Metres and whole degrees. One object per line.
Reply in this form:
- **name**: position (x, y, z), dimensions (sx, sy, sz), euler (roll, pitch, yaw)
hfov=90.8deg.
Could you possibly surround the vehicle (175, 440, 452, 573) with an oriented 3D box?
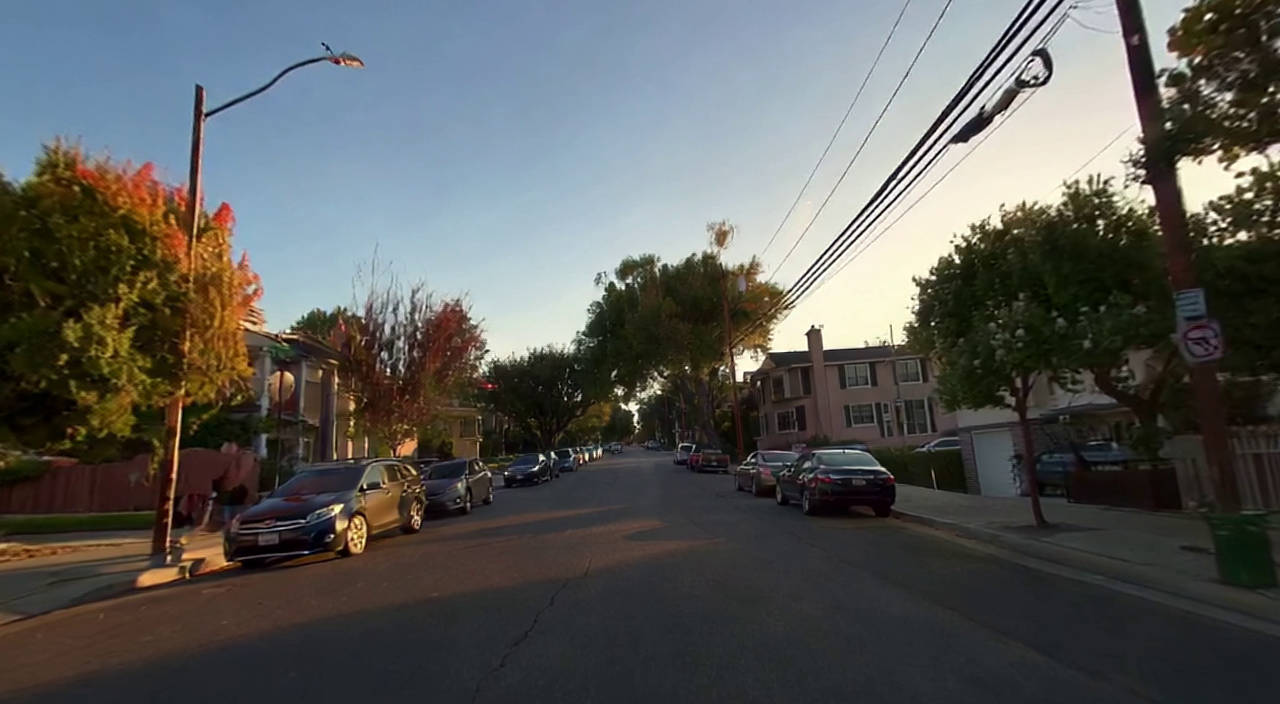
- **vehicle**: position (-5.261, 2.499, 11.251), dimensions (2.360, 1.772, 4.907), euler (-1, -8, -1)

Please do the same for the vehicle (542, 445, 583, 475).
- **vehicle**: position (-5.501, 7.733, 45.644), dimensions (2.184, 1.958, 5.757), euler (0, -9, 0)

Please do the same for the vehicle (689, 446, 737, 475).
- **vehicle**: position (4.120, 6.196, 36.346), dimensions (2.174, 1.504, 4.809), euler (0, -8, 0)

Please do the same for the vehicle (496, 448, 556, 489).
- **vehicle**: position (-5.242, 5.406, 29.710), dimensions (2.032, 1.716, 4.382), euler (0, -8, -1)

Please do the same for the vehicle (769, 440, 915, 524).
- **vehicle**: position (4.323, 2.810, 14.314), dimensions (1.864, 1.592, 4.221), euler (0, -8, -1)
